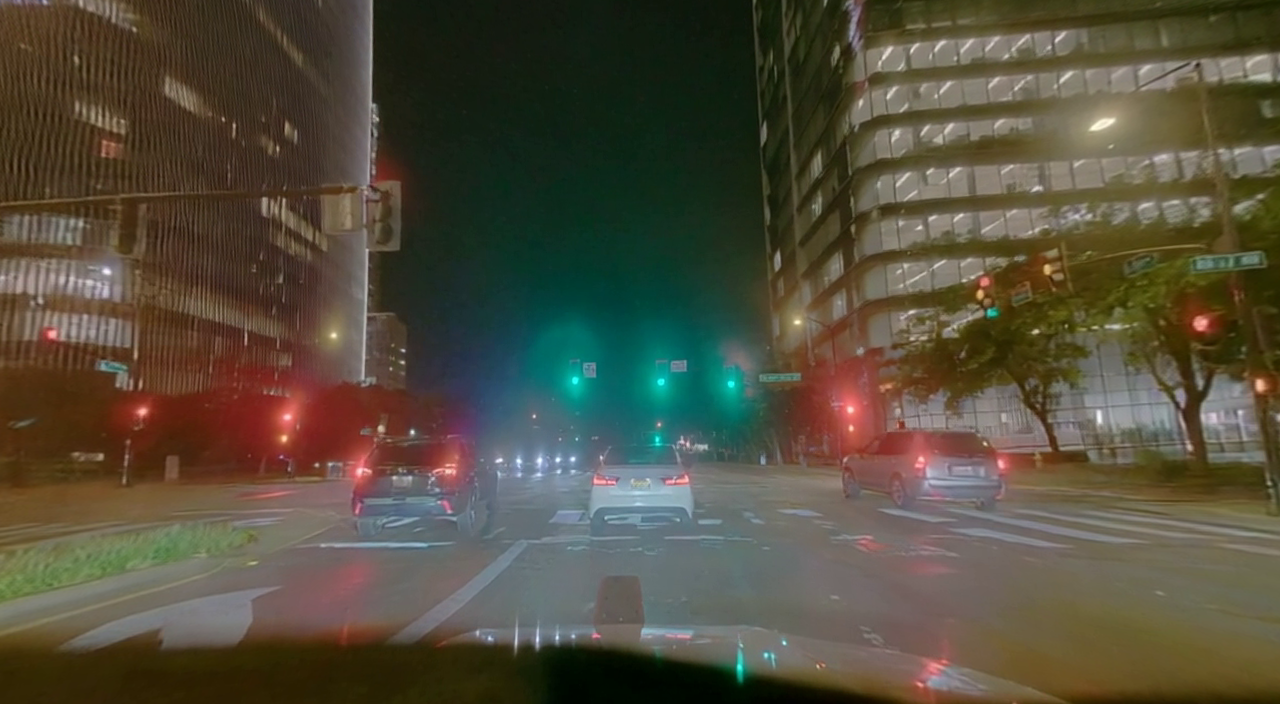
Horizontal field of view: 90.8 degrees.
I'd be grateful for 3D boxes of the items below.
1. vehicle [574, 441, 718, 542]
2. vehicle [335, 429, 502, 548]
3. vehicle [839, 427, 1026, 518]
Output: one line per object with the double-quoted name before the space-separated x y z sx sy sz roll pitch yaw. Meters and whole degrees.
"vehicle" 0.080 2.428 11.655 2.190 1.522 3.850 0 -8 0
"vehicle" -3.762 2.342 11.634 2.081 1.719 4.434 1 -9 -9
"vehicle" 6.825 2.868 15.629 2.079 1.828 5.323 0 -8 0
